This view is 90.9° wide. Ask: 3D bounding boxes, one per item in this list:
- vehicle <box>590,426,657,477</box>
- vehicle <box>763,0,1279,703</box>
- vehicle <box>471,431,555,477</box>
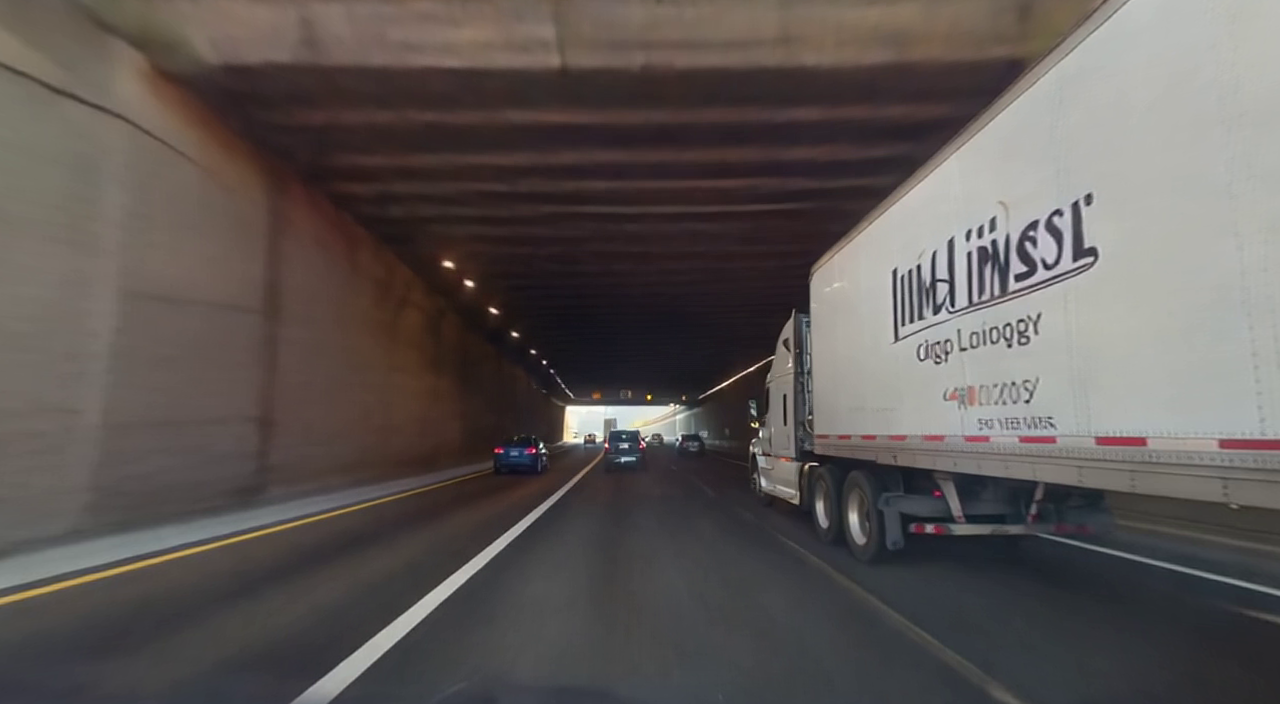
[{"bbox_3d":[-0.546,3.403,21.814,2.094,1.600,3.666,0,-8,-1],"label":"vehicle"},{"bbox_3d":[3.882,-0.040,4.767,2.842,4.108,14.081,0,-8,-1],"label":"vehicle"},{"bbox_3d":[-4.271,3.507,21.991,2.019,1.435,4.317,0,-8,0],"label":"vehicle"}]
